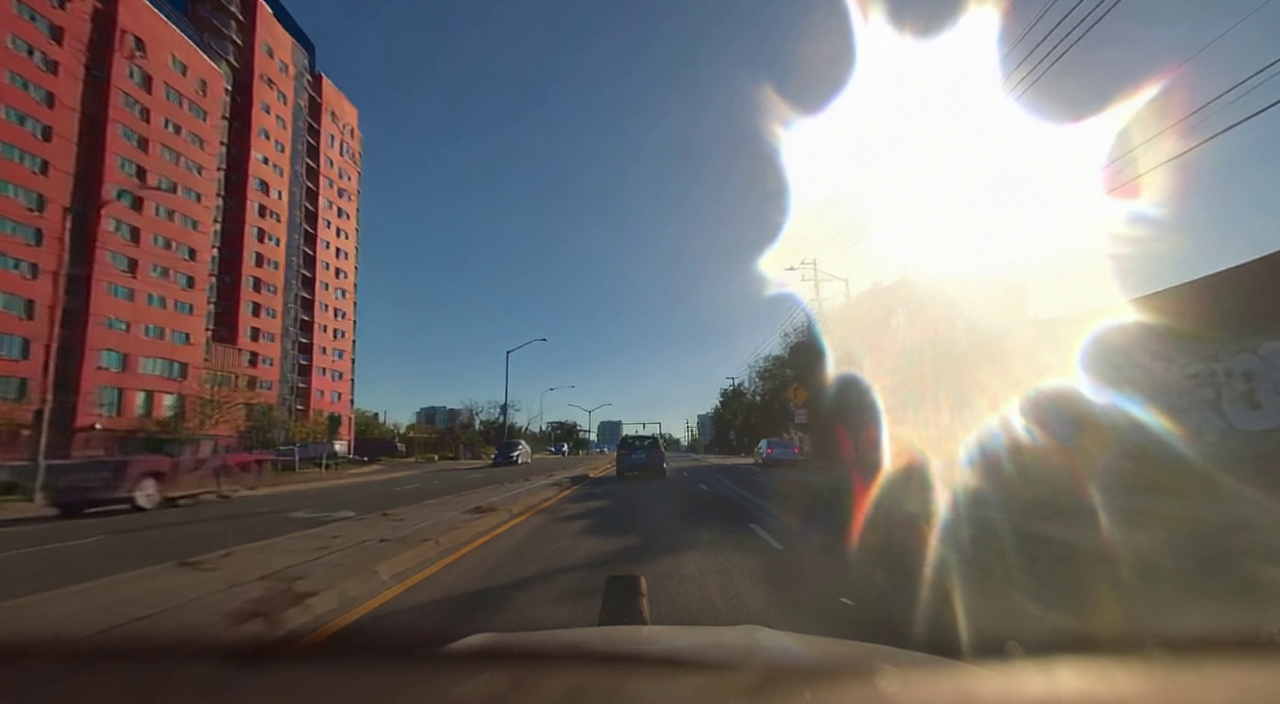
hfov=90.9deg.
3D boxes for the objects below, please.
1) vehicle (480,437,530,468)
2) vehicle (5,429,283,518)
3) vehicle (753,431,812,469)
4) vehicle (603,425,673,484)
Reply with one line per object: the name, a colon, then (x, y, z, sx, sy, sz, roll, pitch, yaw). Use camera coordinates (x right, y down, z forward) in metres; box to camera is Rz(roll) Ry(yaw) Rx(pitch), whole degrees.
vehicle: (-8.389, 6.272, 39.538, 1.979, 1.794, 4.264, -1, -8, 3)
vehicle: (-13.101, 3.206, 17.450, 2.544, 2.014, 5.821, -1, -8, 6)
vehicle: (7.002, 4.850, 31.493, 1.952, 1.749, 4.311, 0, -8, 0)
vehicle: (-0.005, 3.527, 22.023, 2.160, 1.786, 4.702, -1, -8, 1)
